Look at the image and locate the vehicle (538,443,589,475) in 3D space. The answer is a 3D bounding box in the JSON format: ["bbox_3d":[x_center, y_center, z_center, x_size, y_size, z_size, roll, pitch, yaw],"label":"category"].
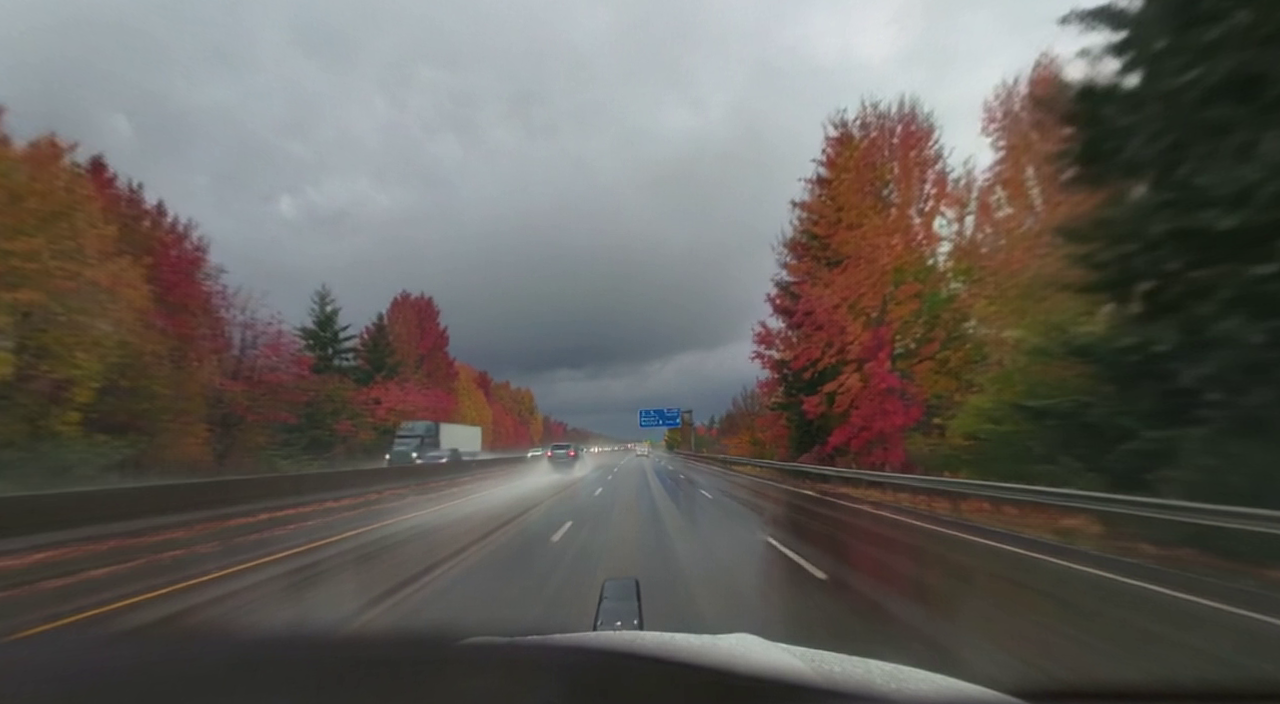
[{"bbox_3d":[-4.013,5.717,33.764,2.153,1.577,4.707,0,-9,0],"label":"vehicle"}]

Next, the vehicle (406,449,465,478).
[{"bbox_3d":[-11.429,6.260,35.304,1.919,1.498,4.296,0,-9,0],"label":"vehicle"}]
